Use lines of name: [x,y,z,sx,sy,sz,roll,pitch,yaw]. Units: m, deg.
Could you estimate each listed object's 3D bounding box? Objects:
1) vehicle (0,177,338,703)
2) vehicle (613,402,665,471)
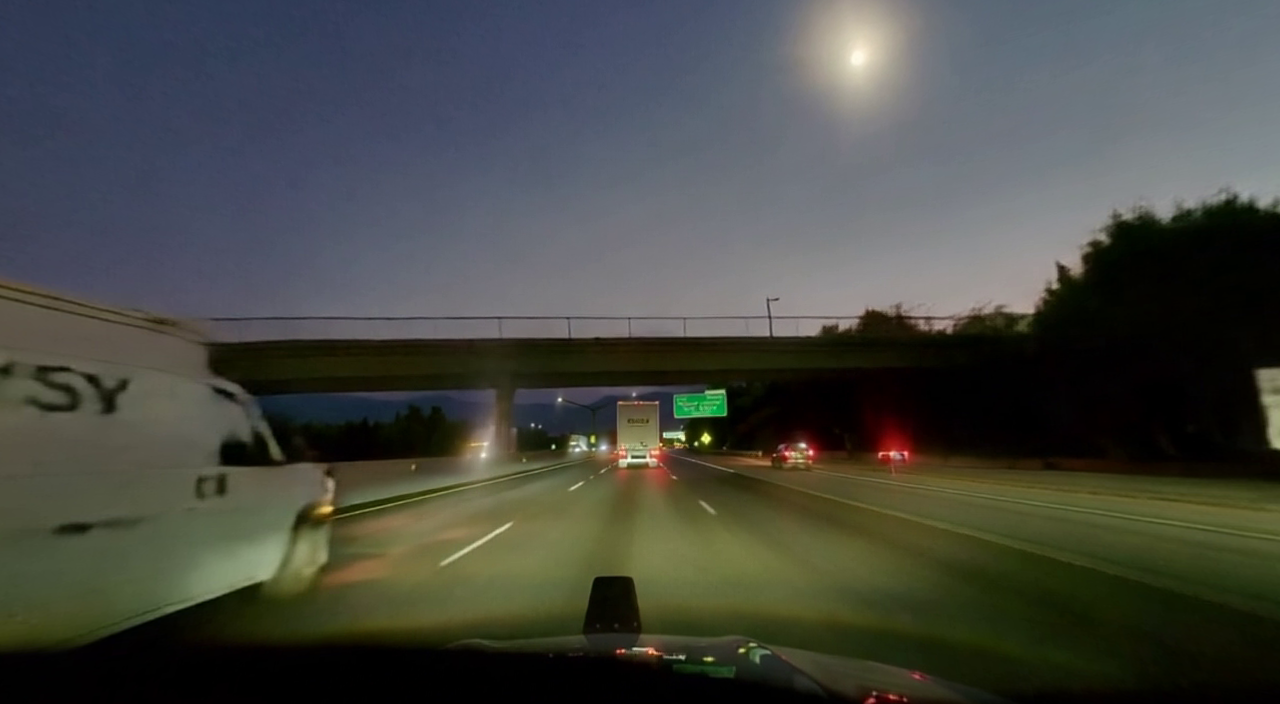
vehicle: [-3.608,0.519,2.178,2.404,2.371,5.310,0,-9,0]
vehicle: [-0.165,5.900,43.031,3.025,4.002,12.709,0,-9,-1]
